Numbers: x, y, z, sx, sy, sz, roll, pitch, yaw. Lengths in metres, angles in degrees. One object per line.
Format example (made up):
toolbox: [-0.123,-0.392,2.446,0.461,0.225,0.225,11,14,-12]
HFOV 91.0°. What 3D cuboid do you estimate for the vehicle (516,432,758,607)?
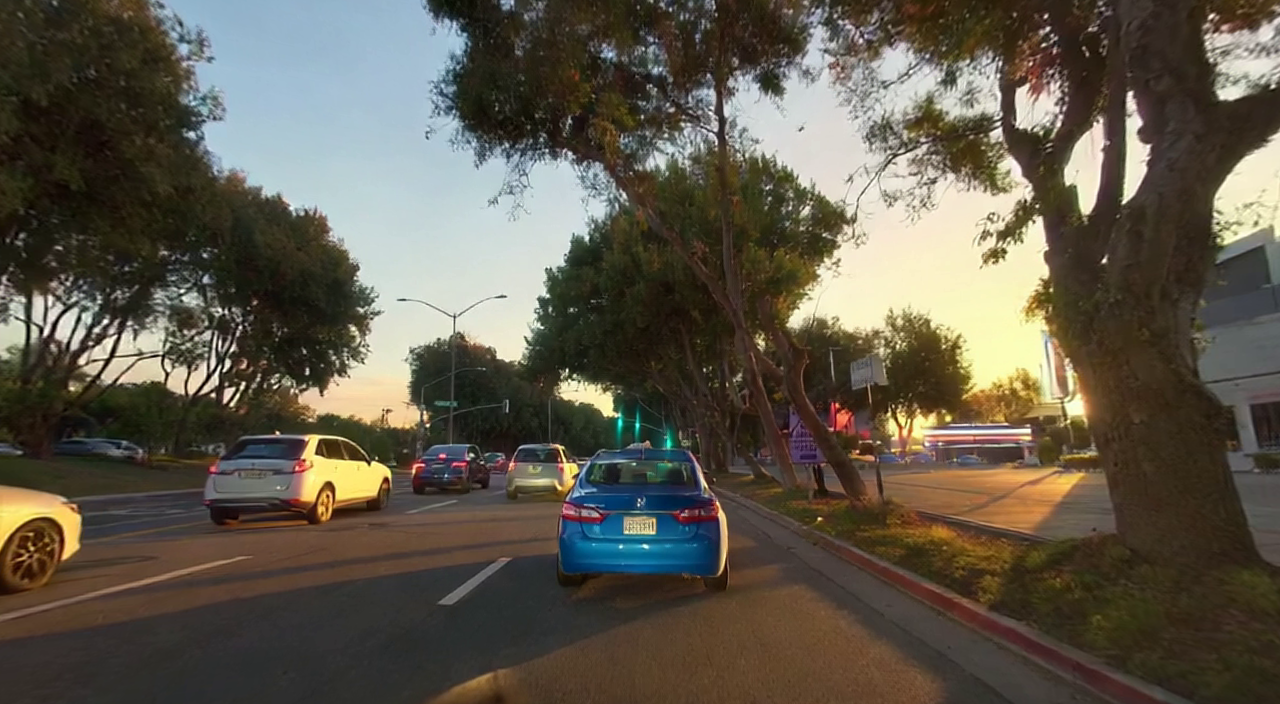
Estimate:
vehicle: [0.011,1.751,7.493,2.091,1.494,3.962,0,-9,1]

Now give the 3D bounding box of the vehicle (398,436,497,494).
vehicle: [-6.897,4.097,23.146,2.130,1.900,4.470,0,-9,1]

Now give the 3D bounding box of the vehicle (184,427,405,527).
vehicle: [-6.998,2.564,13.502,2.032,1.767,4.549,0,-9,2]
